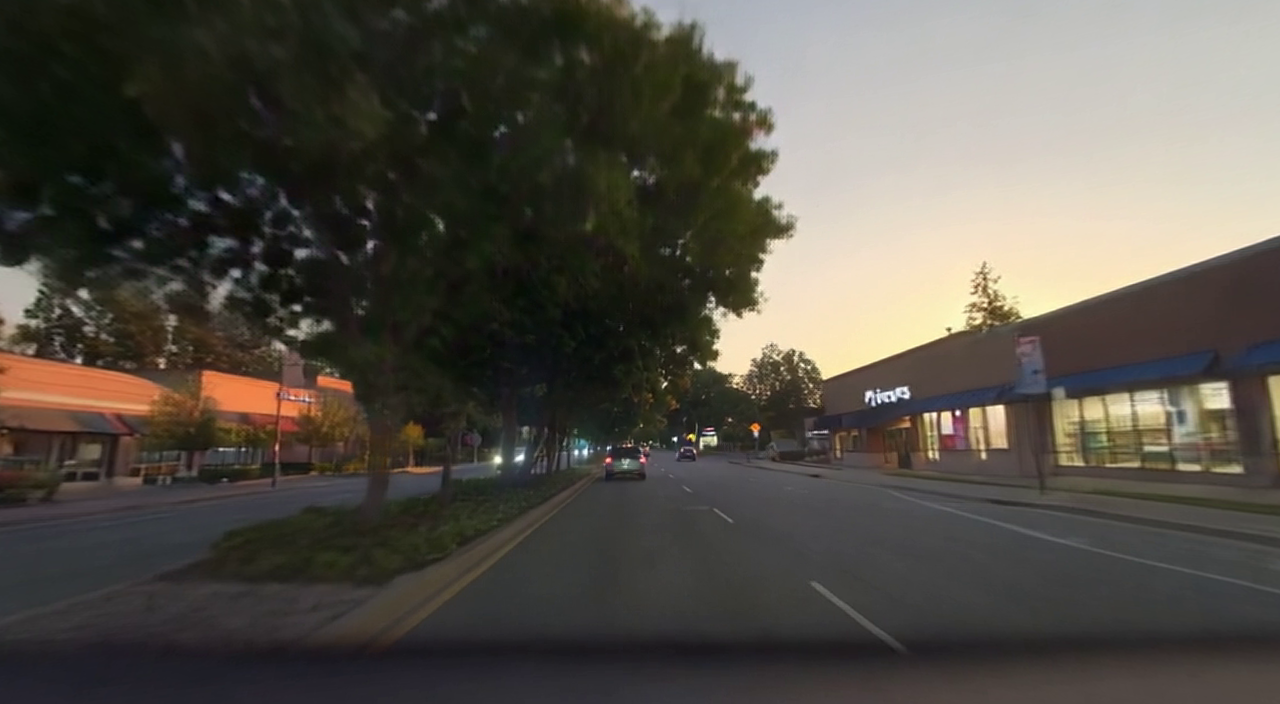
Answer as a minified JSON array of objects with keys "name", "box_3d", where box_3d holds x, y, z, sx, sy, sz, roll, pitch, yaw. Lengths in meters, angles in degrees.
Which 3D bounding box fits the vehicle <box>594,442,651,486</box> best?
[{"name":"vehicle","box_3d":[-0.640,4.211,23.964,2.006,1.487,3.535,0,-9,-1]}]

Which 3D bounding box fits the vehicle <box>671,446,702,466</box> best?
[{"name":"vehicle","box_3d":[3.471,7.861,47.843,1.910,1.474,4.003,0,-9,-2]}]
